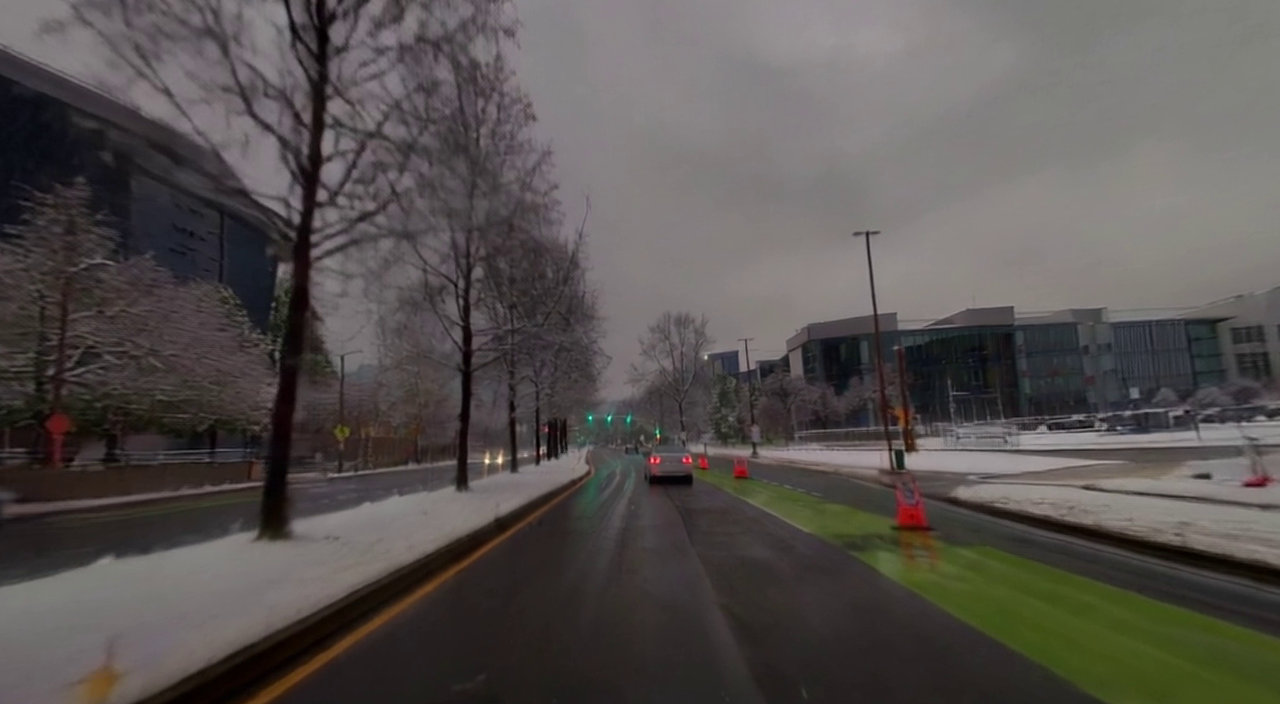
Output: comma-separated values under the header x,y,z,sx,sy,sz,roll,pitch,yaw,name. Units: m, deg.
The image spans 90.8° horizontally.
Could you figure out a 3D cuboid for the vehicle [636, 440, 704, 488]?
x,y,z,sx,sy,sz,roll,pitch,yaw,name
0.945,3.877,22.247,2.114,1.493,4.430,0,-8,-1,vehicle
